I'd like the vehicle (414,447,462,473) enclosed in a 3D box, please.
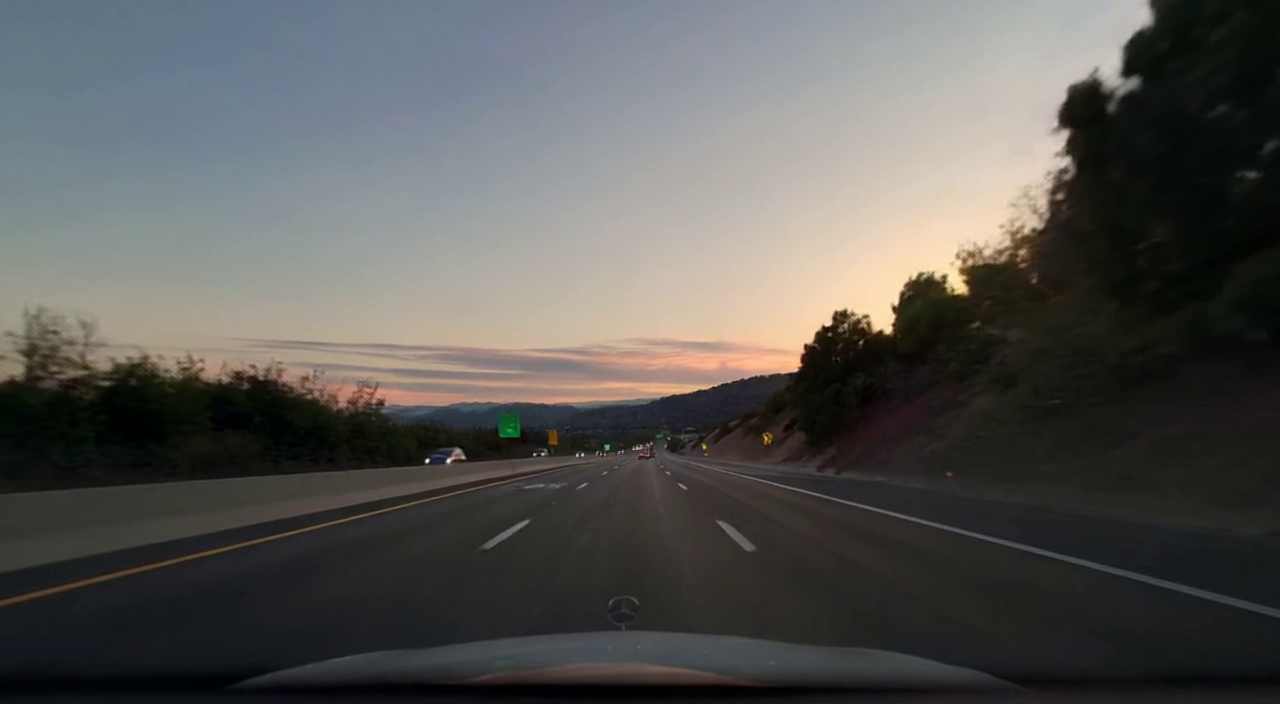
[{"bbox_3d":[-15.477,8.297,48.561,2.051,1.861,4.741,0,-9,1],"label":"vehicle"}]
